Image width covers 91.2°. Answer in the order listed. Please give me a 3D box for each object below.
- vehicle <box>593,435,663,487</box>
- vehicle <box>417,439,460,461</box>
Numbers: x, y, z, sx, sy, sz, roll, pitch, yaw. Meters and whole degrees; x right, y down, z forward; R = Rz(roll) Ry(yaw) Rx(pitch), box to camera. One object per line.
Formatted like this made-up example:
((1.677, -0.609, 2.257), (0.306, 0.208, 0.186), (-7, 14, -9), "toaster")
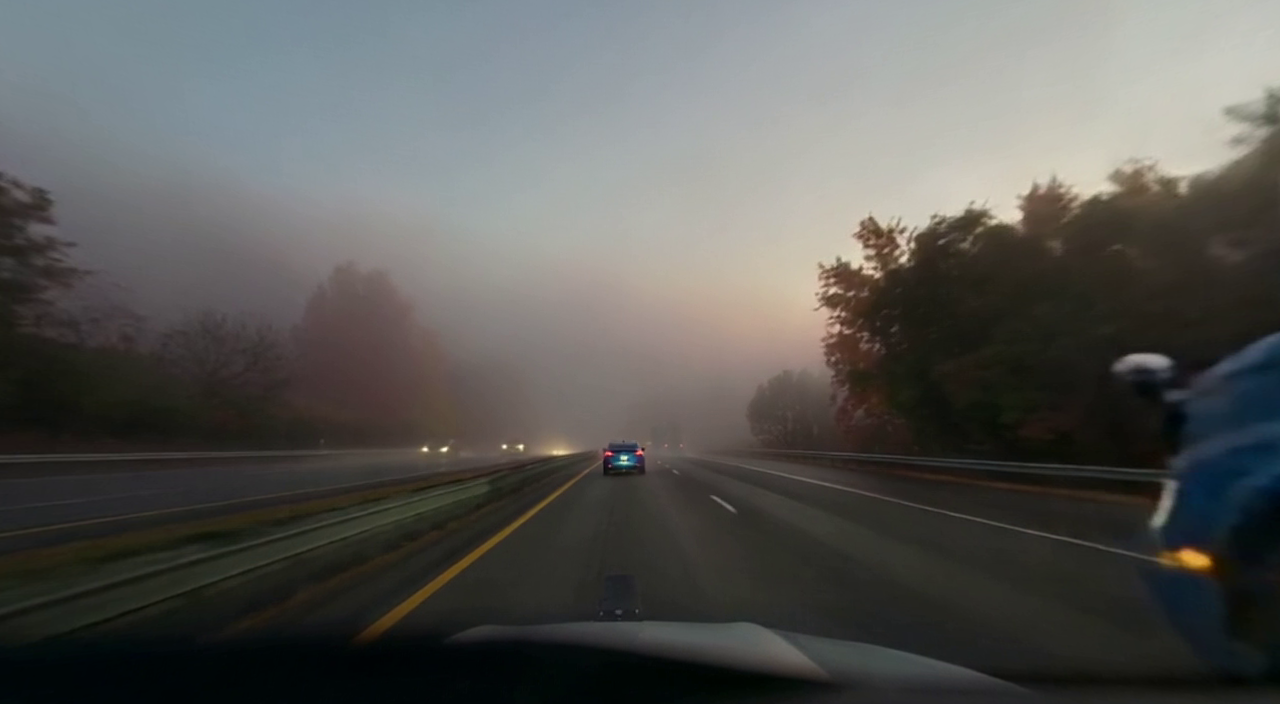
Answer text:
((-0.397, 3.590, 20.861), (2.099, 1.506, 4.097), (0, -9, -1), "vehicle")
((-14.489, 7.055, 45.228), (1.847, 1.502, 3.929), (0, -9, -1), "vehicle")
